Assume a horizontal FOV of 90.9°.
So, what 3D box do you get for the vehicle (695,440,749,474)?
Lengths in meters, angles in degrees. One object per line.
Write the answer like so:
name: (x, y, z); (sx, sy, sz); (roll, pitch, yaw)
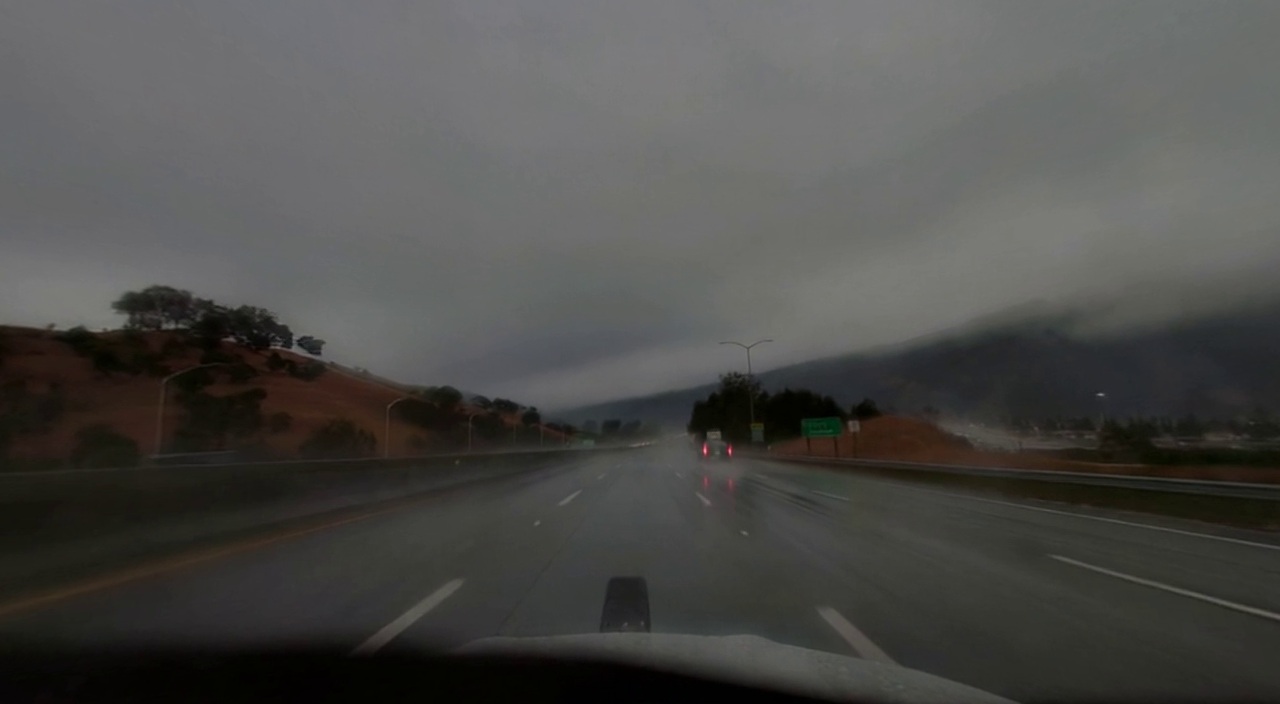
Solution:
vehicle: (3.783, 4.950, 29.925); (1.916, 1.469, 4.481); (0, -8, 0)
